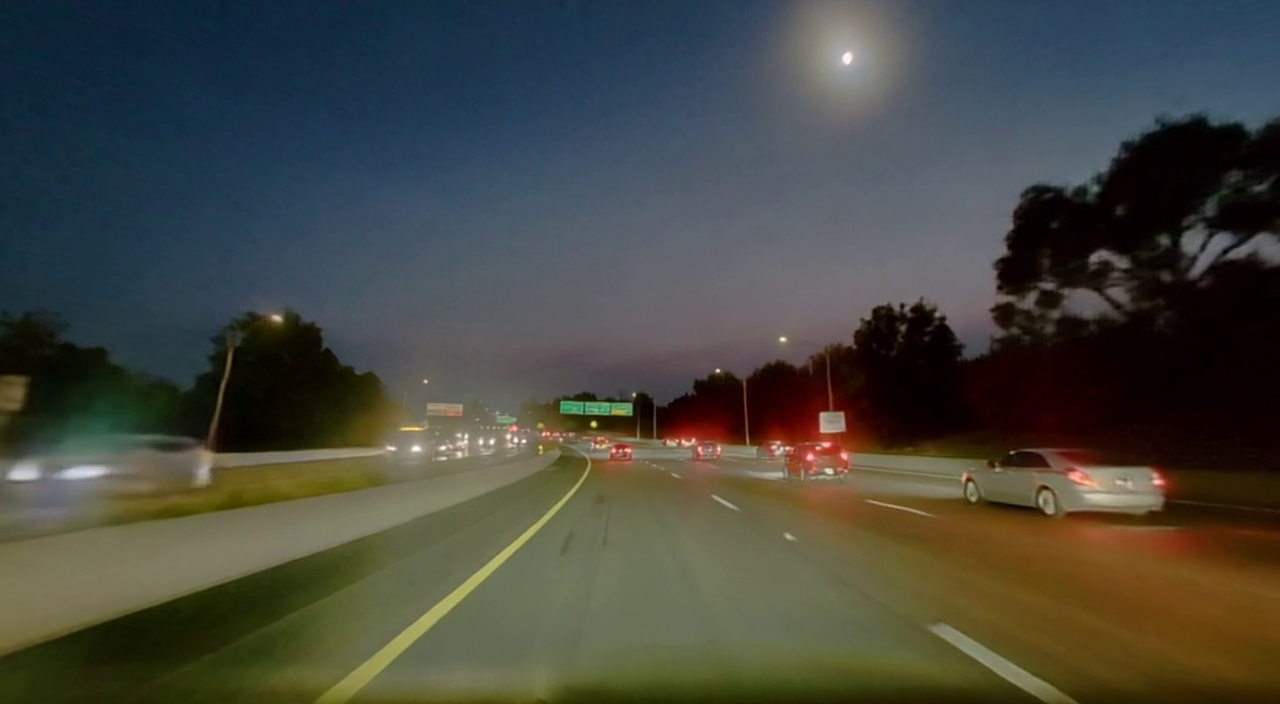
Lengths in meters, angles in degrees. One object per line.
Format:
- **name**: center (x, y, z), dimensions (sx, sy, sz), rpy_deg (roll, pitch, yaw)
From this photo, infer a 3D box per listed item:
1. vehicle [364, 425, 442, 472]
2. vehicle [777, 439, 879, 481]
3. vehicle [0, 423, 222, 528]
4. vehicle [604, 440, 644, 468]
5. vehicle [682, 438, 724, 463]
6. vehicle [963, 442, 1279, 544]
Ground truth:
- **vehicle**: center (-10.528, 4.342, 28.422), dimensions (2.064, 1.918, 4.078), rpy_deg (0, -9, -3)
- **vehicle**: center (7.290, 4.265, 25.150), dimensions (2.196, 1.494, 4.735), rpy_deg (1, -9, -6)
- **vehicle**: center (-9.670, 2.047, 10.995), dimensions (1.844, 1.451, 4.488), rpy_deg (0, -9, -3)
- **vehicle**: center (-0.985, 5.824, 36.183), dimensions (2.090, 1.510, 4.280), rpy_deg (1, -9, -4)
- **vehicle**: center (4.210, 6.702, 42.998), dimensions (2.094, 1.652, 3.955), rpy_deg (1, -9, -5)
- **vehicle**: center (7.949, 2.298, 11.056), dimensions (2.042, 1.390, 4.386), rpy_deg (1, -9, -4)
